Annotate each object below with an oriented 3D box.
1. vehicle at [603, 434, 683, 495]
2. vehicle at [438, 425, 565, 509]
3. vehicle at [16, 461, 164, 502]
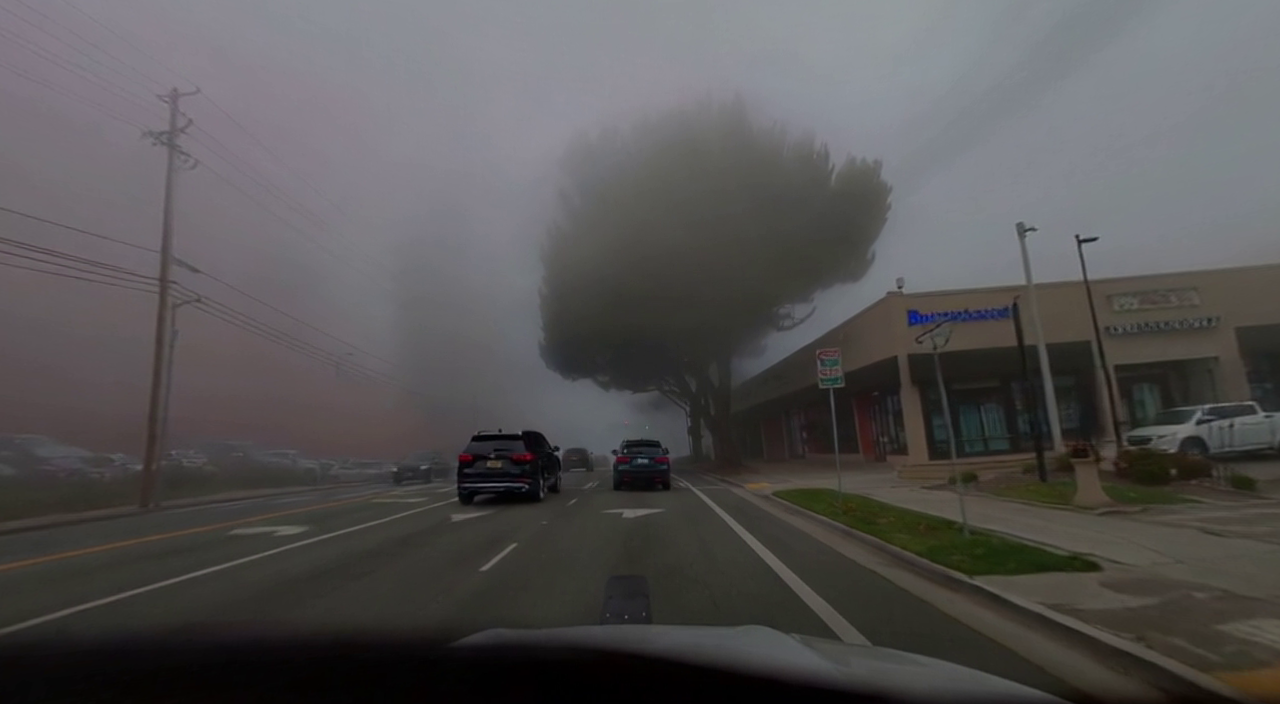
[{"bbox_3d":[0.090,3.294,18.821,2.108,1.612,4.246,0,-8,0],"label":"vehicle"},{"bbox_3d":[-3.426,2.960,16.777,2.064,1.859,5.154,0,-8,1],"label":"vehicle"},{"bbox_3d":[-23.184,5.450,26.871,1.862,1.468,4.708,0,-9,3],"label":"vehicle"}]
